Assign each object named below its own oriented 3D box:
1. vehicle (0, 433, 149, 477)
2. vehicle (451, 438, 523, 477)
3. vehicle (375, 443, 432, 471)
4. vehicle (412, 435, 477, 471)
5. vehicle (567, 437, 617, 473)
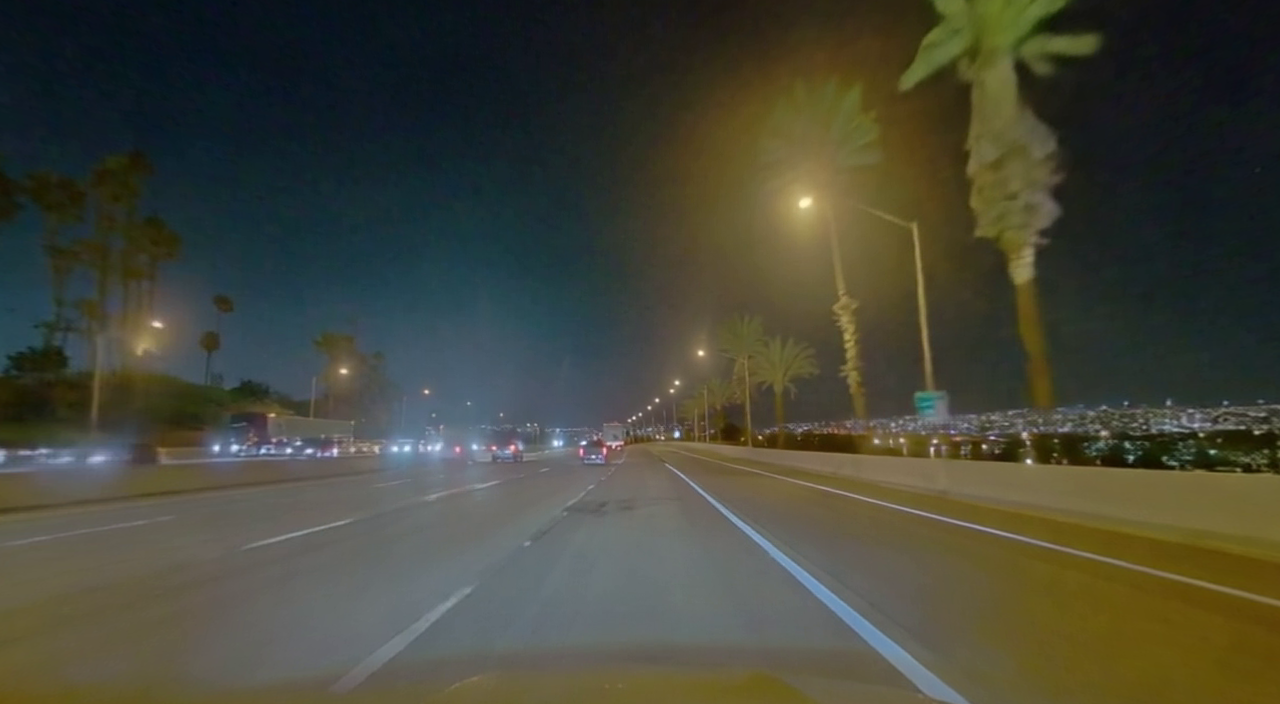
[{"bbox_3d":[-20.863,3.815,23.556,1.789,1.494,3.928,0,-9,2],"label":"vehicle"},{"bbox_3d":[-7.200,5.016,30.265,2.204,1.677,4.438,0,-9,1],"label":"vehicle"},{"bbox_3d":[-14.829,6.562,39.788,1.836,1.662,4.317,0,-9,1],"label":"vehicle"},{"bbox_3d":[-10.897,5.676,35.614,1.986,1.875,4.902,0,-9,1],"label":"vehicle"},{"bbox_3d":[-2.368,5.258,32.440,2.201,1.672,4.128,0,-9,0],"label":"vehicle"}]
